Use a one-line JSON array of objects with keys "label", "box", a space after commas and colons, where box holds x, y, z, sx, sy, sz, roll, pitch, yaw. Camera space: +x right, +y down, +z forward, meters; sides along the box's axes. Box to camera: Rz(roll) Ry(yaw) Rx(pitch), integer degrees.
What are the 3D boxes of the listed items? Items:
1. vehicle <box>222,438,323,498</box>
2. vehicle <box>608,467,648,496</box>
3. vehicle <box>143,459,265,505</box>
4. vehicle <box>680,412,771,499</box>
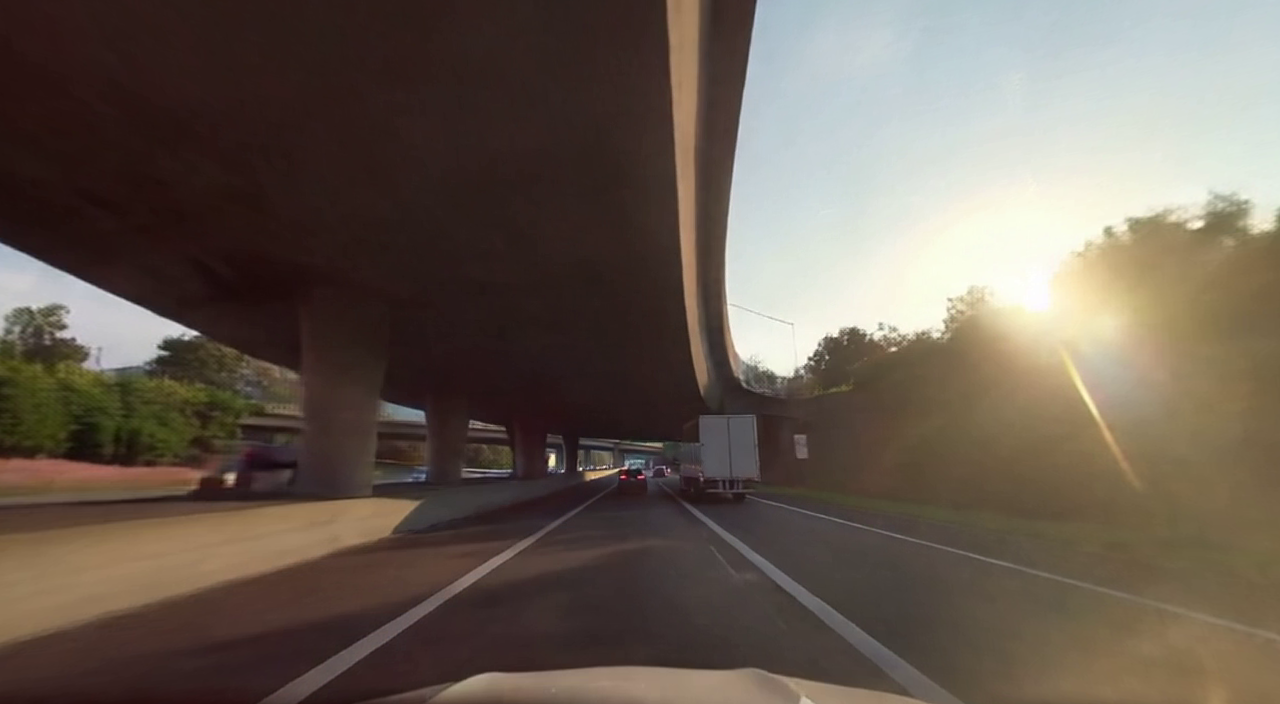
[{"label": "vehicle", "box": [-19.243, 6.111, 33.283, 2.359, 2.885, 4.644, 0, -10, 0]}, {"label": "vehicle", "box": [-0.647, 7.010, 34.296, 2.010, 1.436, 3.973, 1, -10, -1]}, {"label": "vehicle", "box": [-19.168, 5.719, 28.028, 1.951, 1.803, 4.680, 1, -10, 1]}, {"label": "vehicle", "box": [4.480, 6.188, 36.811, 3.218, 4.001, 14.492, 1, -10, 0]}]
